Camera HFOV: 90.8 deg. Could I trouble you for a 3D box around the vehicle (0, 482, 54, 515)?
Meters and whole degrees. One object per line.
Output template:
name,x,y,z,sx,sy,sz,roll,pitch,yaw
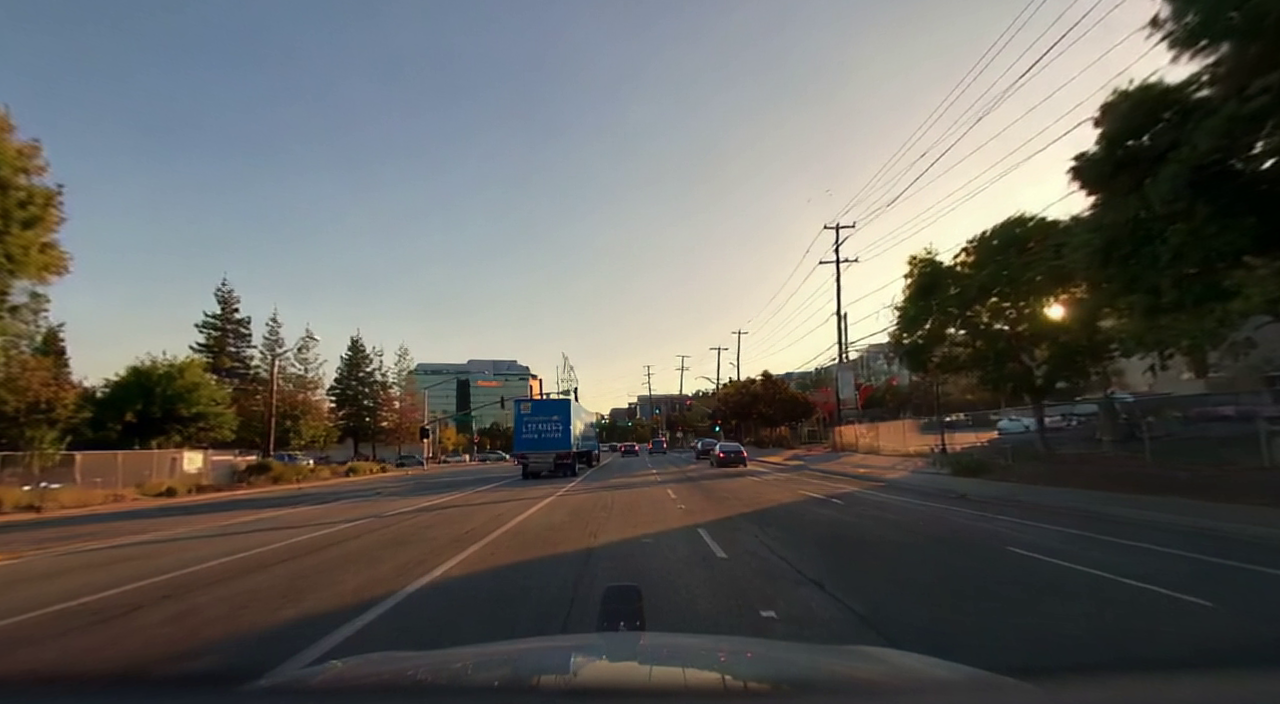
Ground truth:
vehicle,-33.826,7.802,33.653,1.715,1.452,3.933,1,-8,-7

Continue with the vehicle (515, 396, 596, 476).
vehicle,-3.905,4.187,31.148,2.889,3.347,8.285,0,-8,0

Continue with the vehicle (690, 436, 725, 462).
vehicle,4.576,6.679,43.471,2.102,1.662,4.533,-1,-8,2
